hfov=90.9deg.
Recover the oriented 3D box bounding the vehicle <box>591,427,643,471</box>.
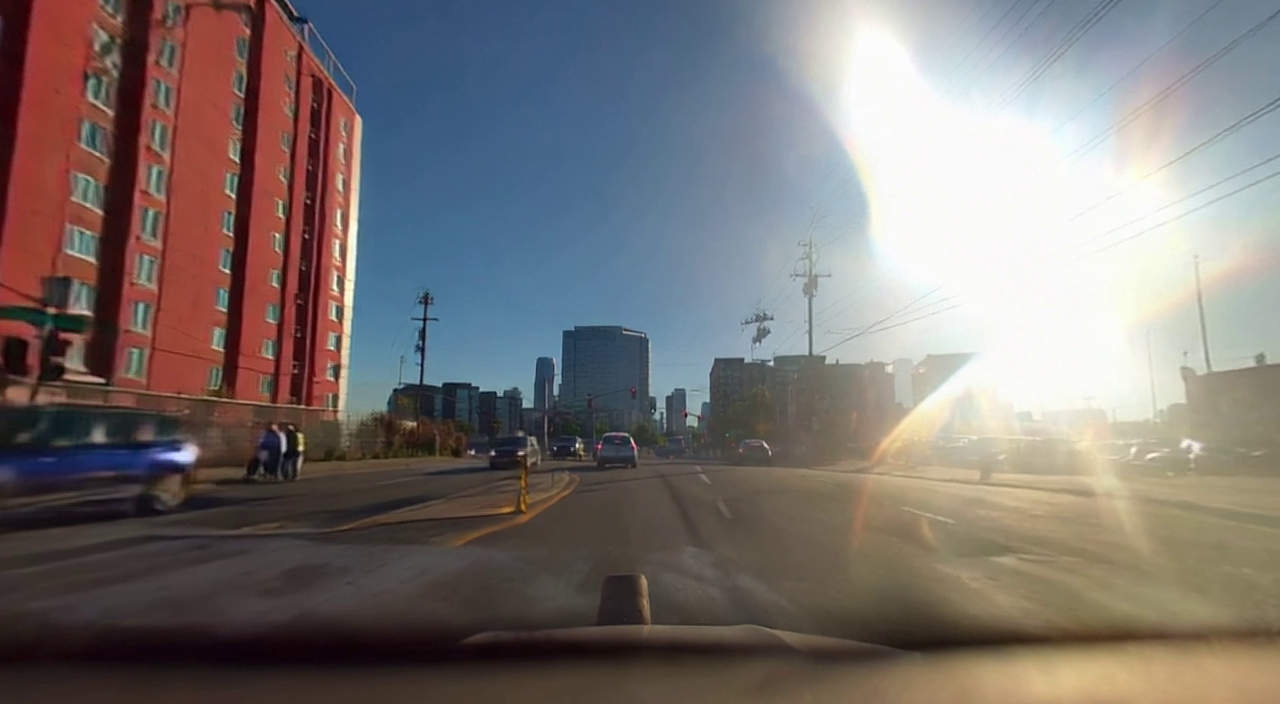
[{"bbox_3d":[-1.022,4.314,28.492,2.160,1.786,4.702,1,-7,-2],"label":"vehicle"}]

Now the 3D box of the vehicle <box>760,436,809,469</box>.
[{"bbox_3d":[8.344,5.804,36.698,1.952,1.749,4.311,0,-7,2],"label":"vehicle"}]

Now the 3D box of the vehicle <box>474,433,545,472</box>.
[{"bbox_3d":[-5.438,4.213,26.874,1.973,1.502,4.275,0,-7,2],"label":"vehicle"}]

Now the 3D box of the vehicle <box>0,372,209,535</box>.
[{"bbox_3d":[-9.284,1.450,9.260,2.393,2.059,4.739,0,-7,2],"label":"vehicle"}]
